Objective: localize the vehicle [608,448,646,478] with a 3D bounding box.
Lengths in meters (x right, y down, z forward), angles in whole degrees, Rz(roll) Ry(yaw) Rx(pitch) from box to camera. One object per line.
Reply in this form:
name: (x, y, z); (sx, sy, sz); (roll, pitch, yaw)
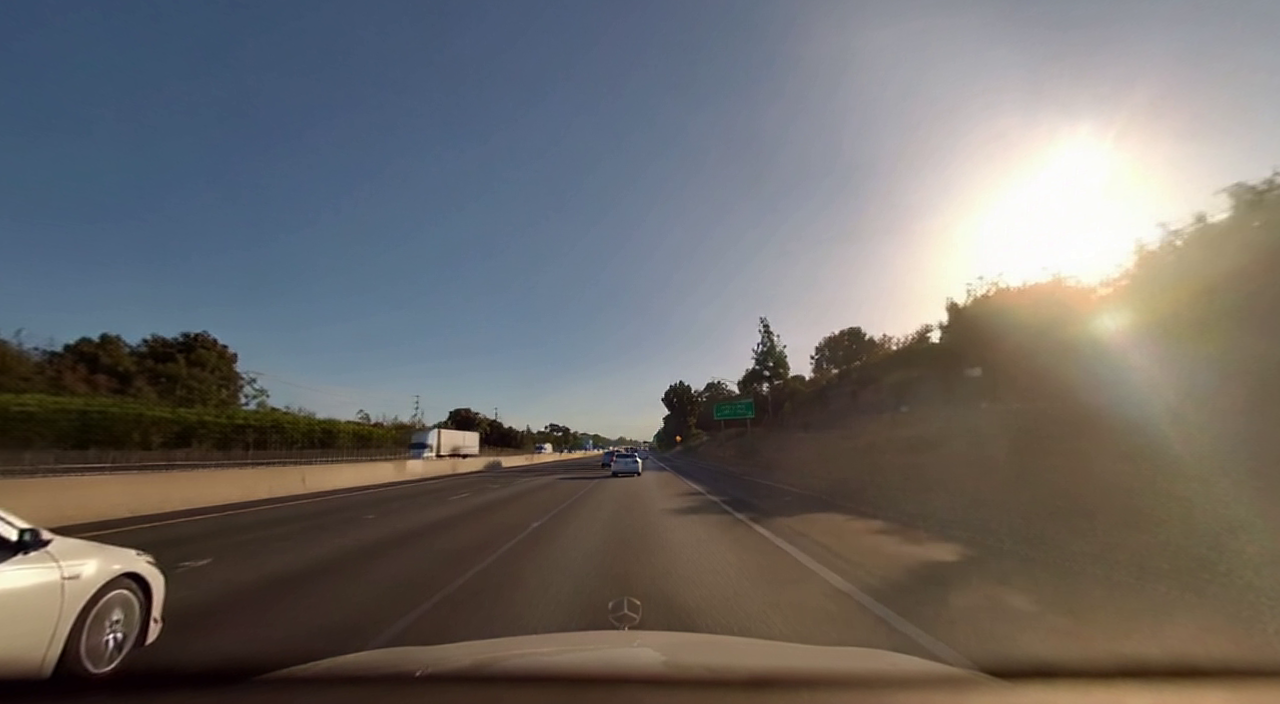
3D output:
vehicle: (-0.647, 6.000, 34.227); (1.908, 1.515, 3.871); (0, -9, 1)
